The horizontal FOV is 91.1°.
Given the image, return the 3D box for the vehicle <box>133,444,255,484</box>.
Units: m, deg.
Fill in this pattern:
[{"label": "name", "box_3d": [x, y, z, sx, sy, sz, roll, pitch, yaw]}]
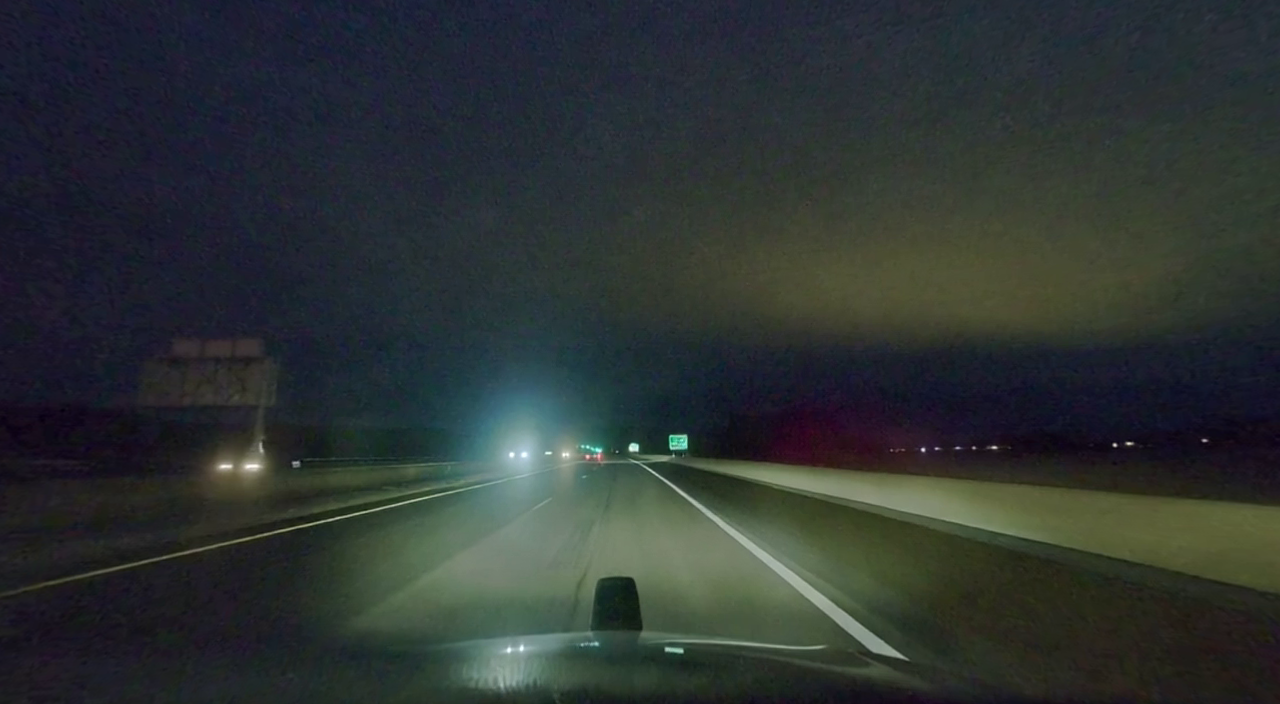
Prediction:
[{"label": "vehicle", "box_3d": [-17.858, 4.497, 25.472, 1.842, 1.446, 4.224, 0, -9, 0]}]
